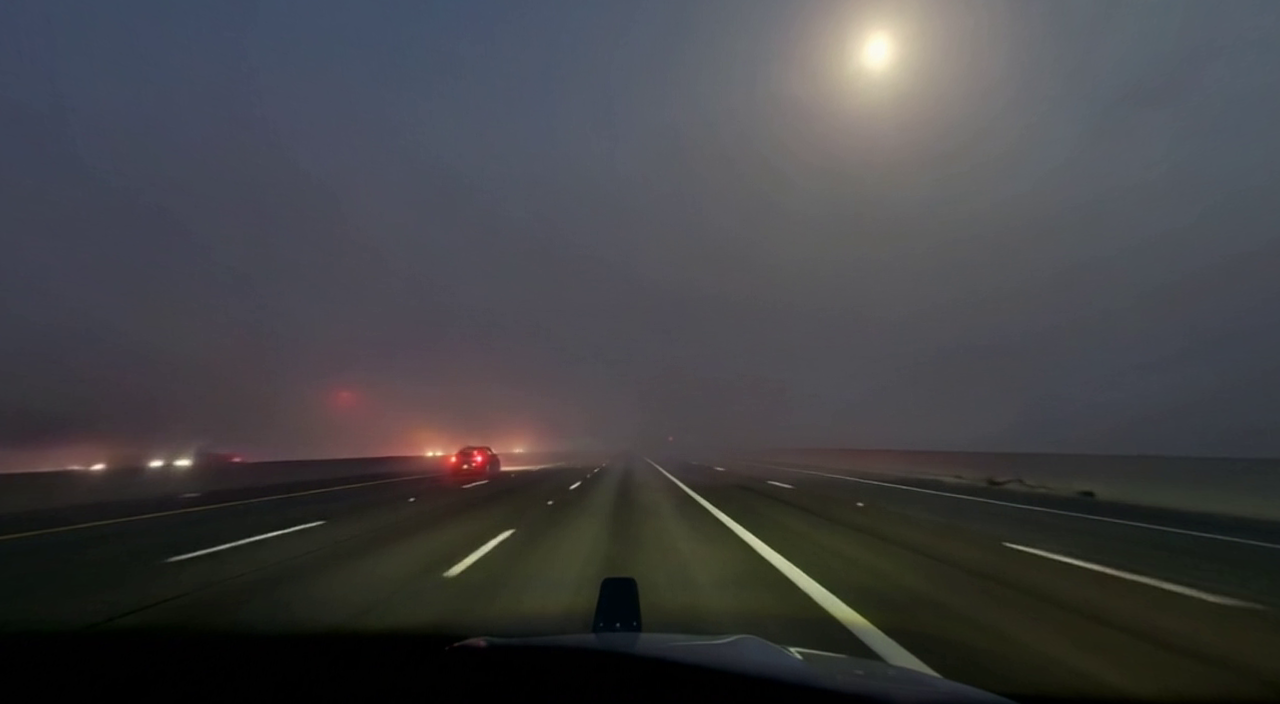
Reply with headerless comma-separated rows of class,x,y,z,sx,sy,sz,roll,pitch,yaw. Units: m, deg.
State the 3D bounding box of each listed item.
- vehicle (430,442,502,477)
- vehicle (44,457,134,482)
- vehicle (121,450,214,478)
vehicle,-8.145,5.050,30.043,2.005,1.545,4.874,0,-8,0
vehicle,-36.451,7.763,41.942,1.787,1.465,4.647,0,-8,0
vehicle,-28.814,6.826,38.771,1.973,1.535,4.806,0,-8,0
